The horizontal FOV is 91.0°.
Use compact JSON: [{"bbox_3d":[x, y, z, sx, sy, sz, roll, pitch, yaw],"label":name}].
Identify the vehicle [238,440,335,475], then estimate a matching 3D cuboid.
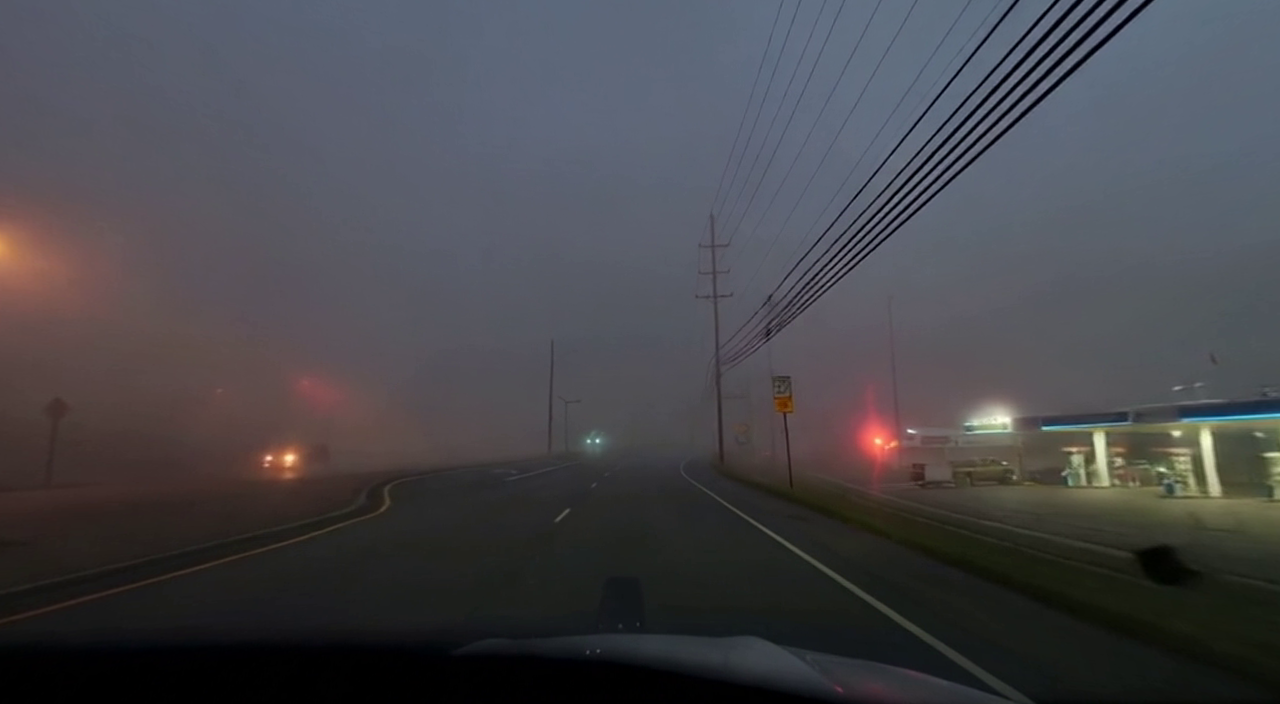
[{"bbox_3d":[-17.552,5.243,31.560,2.011,1.646,4.522,-1,-8,4],"label":"vehicle"}]
